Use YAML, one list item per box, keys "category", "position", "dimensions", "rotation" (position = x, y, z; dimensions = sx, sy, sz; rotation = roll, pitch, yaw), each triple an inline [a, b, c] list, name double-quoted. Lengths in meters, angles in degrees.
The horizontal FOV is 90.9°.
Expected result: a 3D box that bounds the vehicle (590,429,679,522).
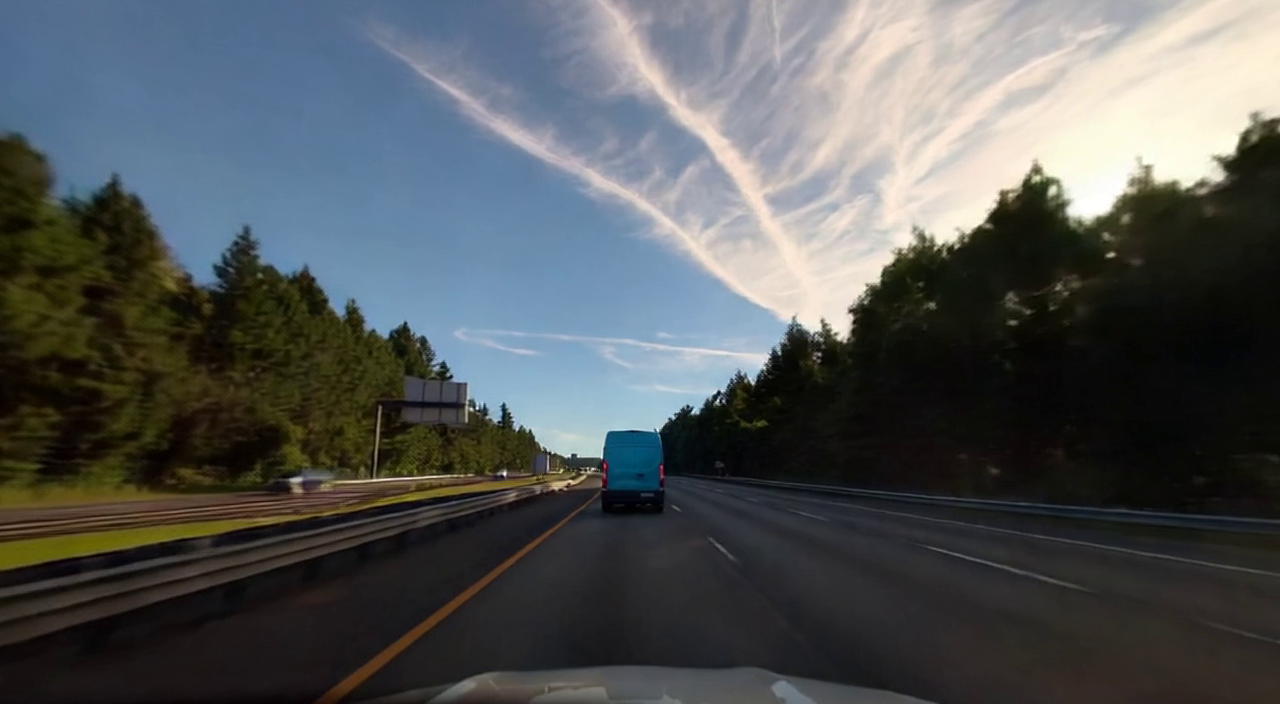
- category: "vehicle"
  position: [-0.299, 3.877, 20.066]
  dimensions: [2.375, 2.432, 6.161]
  rotation: [1, -10, -3]
